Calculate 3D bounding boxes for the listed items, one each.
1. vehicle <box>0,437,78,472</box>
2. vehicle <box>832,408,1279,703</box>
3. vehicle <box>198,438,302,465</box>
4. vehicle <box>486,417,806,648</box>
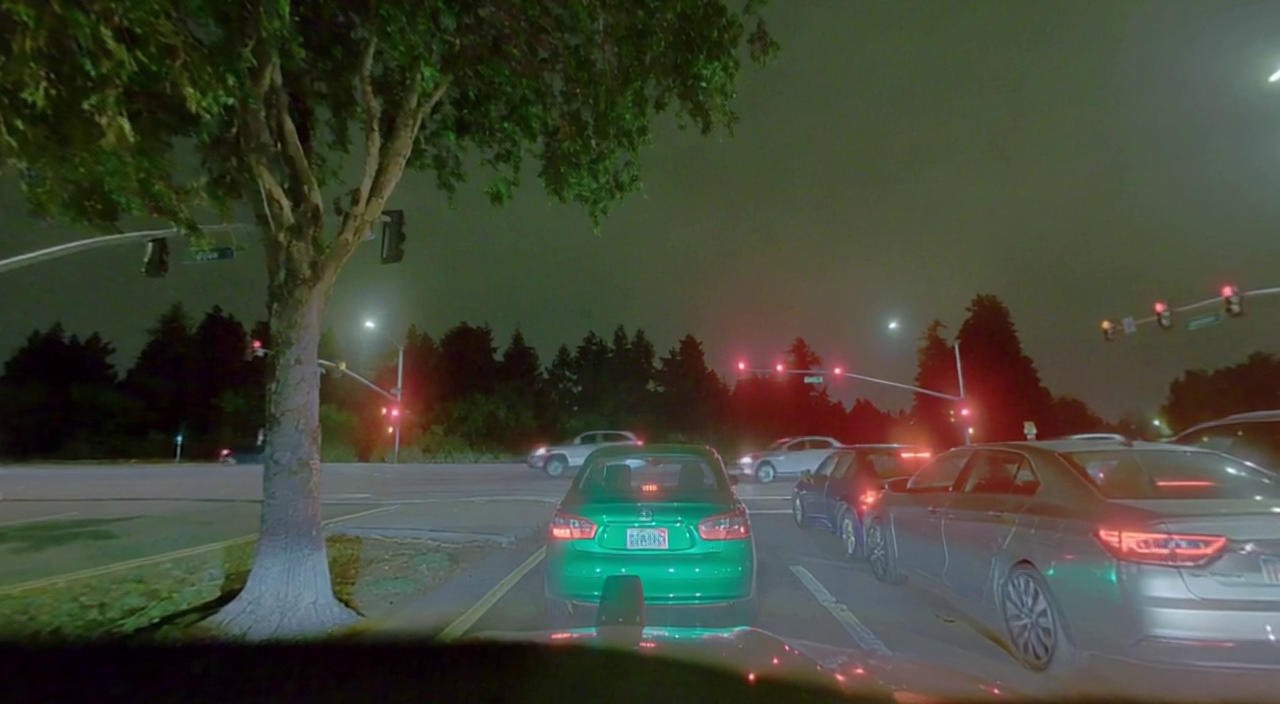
[{"bbox_3d":[-30.472,4.981,30.832,4.517,1.637,1.935,-1,-9,8],"label":"vehicle"},{"bbox_3d":[3.102,1.306,4.884,1.861,1.479,4.371,0,-9,0],"label":"vehicle"},{"bbox_3d":[-22.722,5.809,36.932,4.828,1.467,1.963,-1,-9,4],"label":"vehicle"},{"bbox_3d":[0.033,1.466,6.179,2.026,1.458,4.175,0,-9,0],"label":"vehicle"}]
